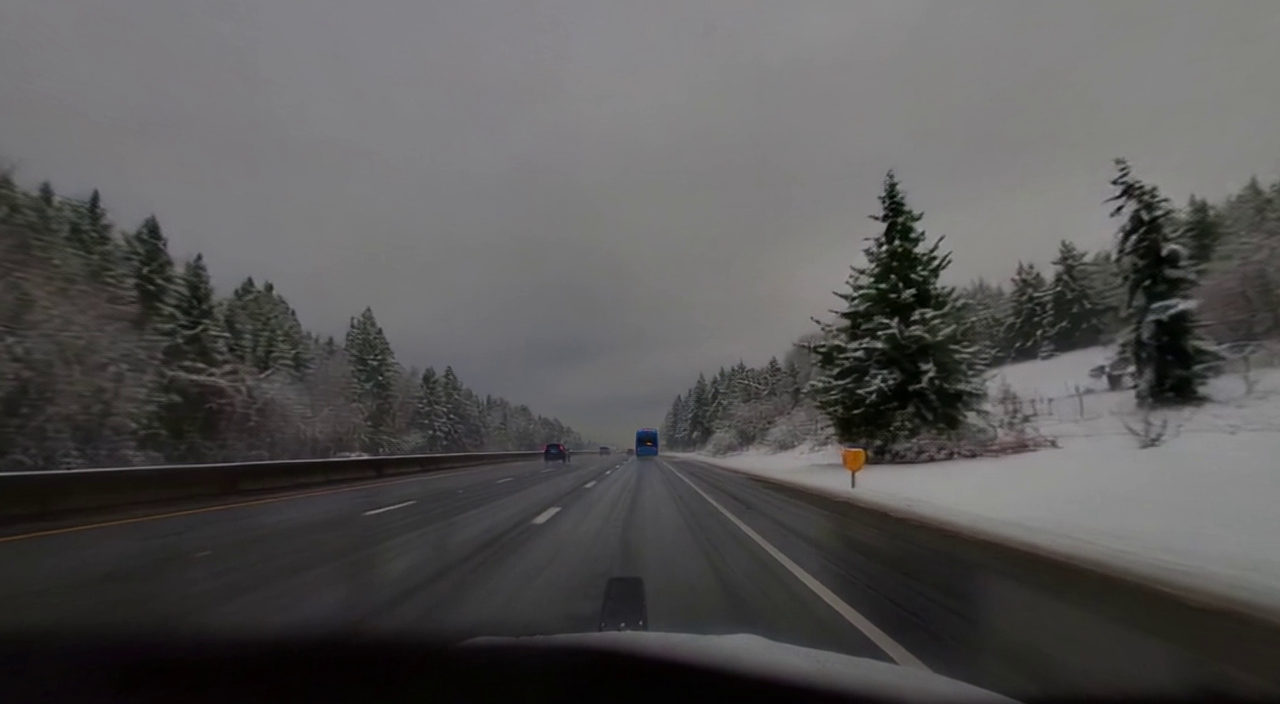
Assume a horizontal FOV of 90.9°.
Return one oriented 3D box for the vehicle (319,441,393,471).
[{"bbox_3d":[-17.094,6.273,38.302,2.082,1.674,5.056,0,-8,1],"label":"vehicle"}]
